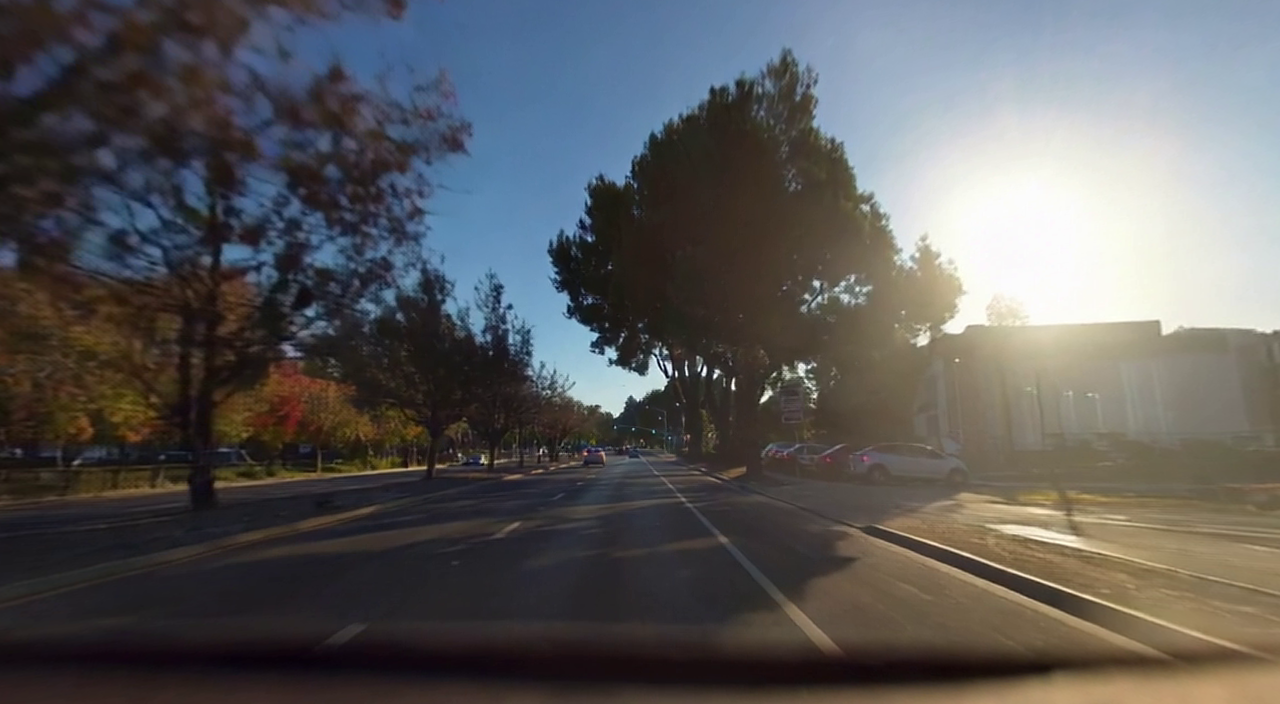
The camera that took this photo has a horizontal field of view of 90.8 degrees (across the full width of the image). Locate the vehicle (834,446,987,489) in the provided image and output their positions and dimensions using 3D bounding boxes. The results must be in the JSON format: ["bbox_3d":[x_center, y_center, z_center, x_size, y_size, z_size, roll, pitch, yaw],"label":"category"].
[{"bbox_3d":[9.562,4.088,22.587,4.466,1.440,2.091,1,-9,-5],"label":"vehicle"}]
